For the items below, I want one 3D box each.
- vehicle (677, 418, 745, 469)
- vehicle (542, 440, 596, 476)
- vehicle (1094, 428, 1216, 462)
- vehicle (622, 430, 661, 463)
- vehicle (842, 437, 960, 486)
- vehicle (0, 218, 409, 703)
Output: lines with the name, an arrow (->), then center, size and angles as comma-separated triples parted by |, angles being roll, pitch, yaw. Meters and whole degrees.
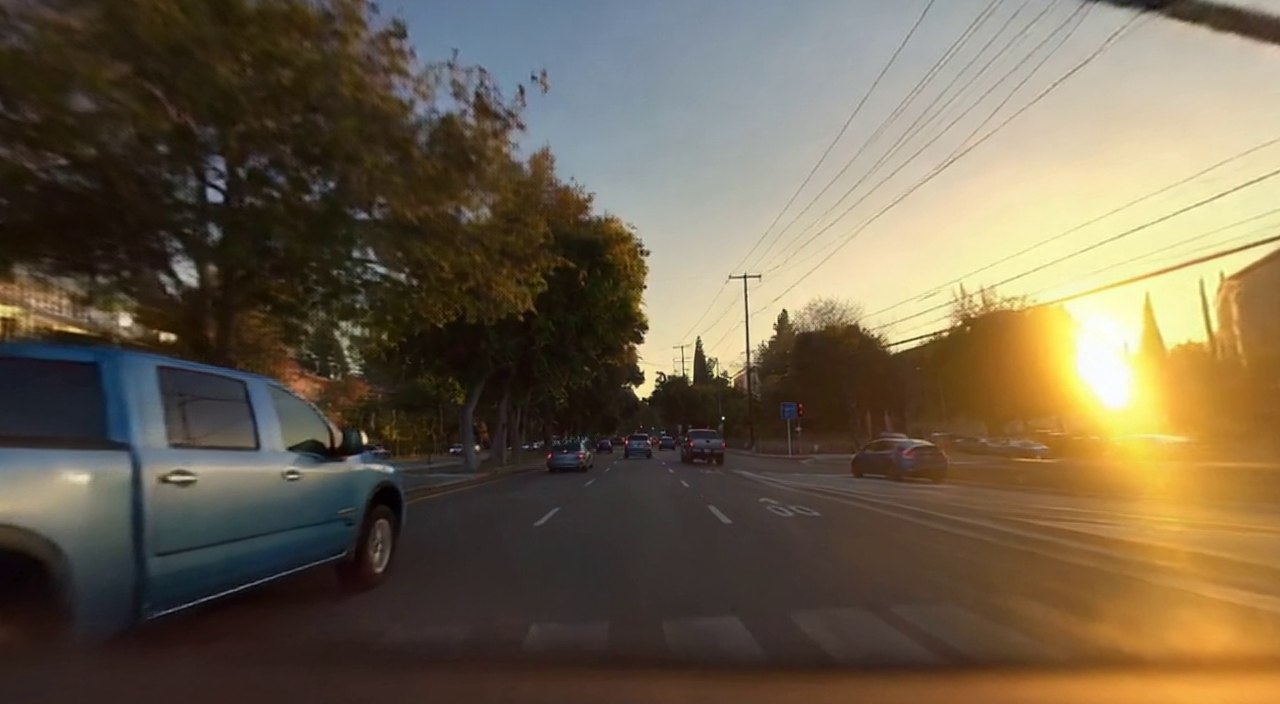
vehicle -> 4.040, 5.427, 37.537 | 2.905, 2.636, 6.895 | -2, -8, -2
vehicle -> -3.139, 4.797, 28.783 | 1.939, 1.494, 4.499 | 0, -9, 0
vehicle -> 27.566, 5.013, 33.953 | 2.012, 1.701, 4.524 | 5, -10, -32
vehicle -> 0.083, 6.792, 45.358 | 2.643, 2.145, 5.585 | 0, -9, 0
vehicle -> 9.589, 4.054, 23.637 | 2.010, 1.633, 4.246 | 1, -9, -11
vehicle -> -3.686, 0.758, 3.593 | 2.402, 2.194, 6.051 | 0, -8, 0
